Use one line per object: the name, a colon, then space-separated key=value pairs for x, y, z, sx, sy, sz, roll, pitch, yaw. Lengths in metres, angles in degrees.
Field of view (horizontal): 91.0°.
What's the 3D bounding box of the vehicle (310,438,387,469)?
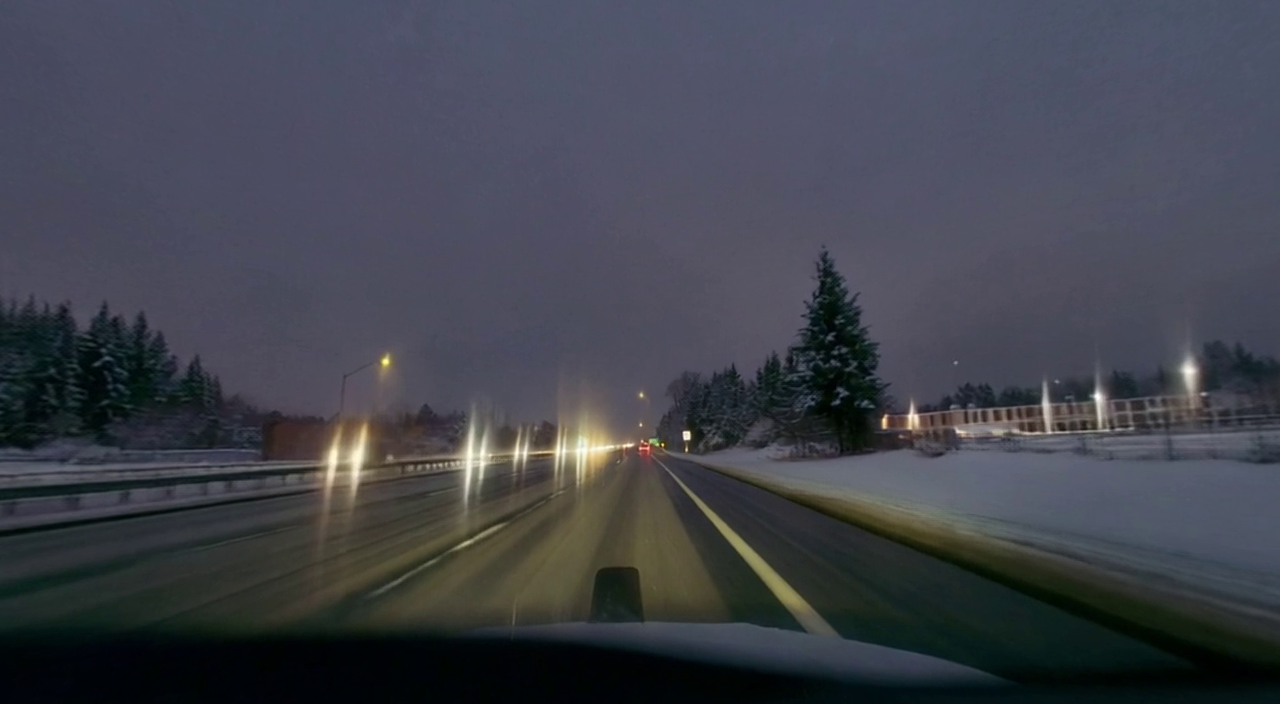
vehicle: x=-19.518 y=6.826 z=42.588 sx=2.296 sy=1.933 sz=5.761 roll=0 pitch=-9 yaw=2
